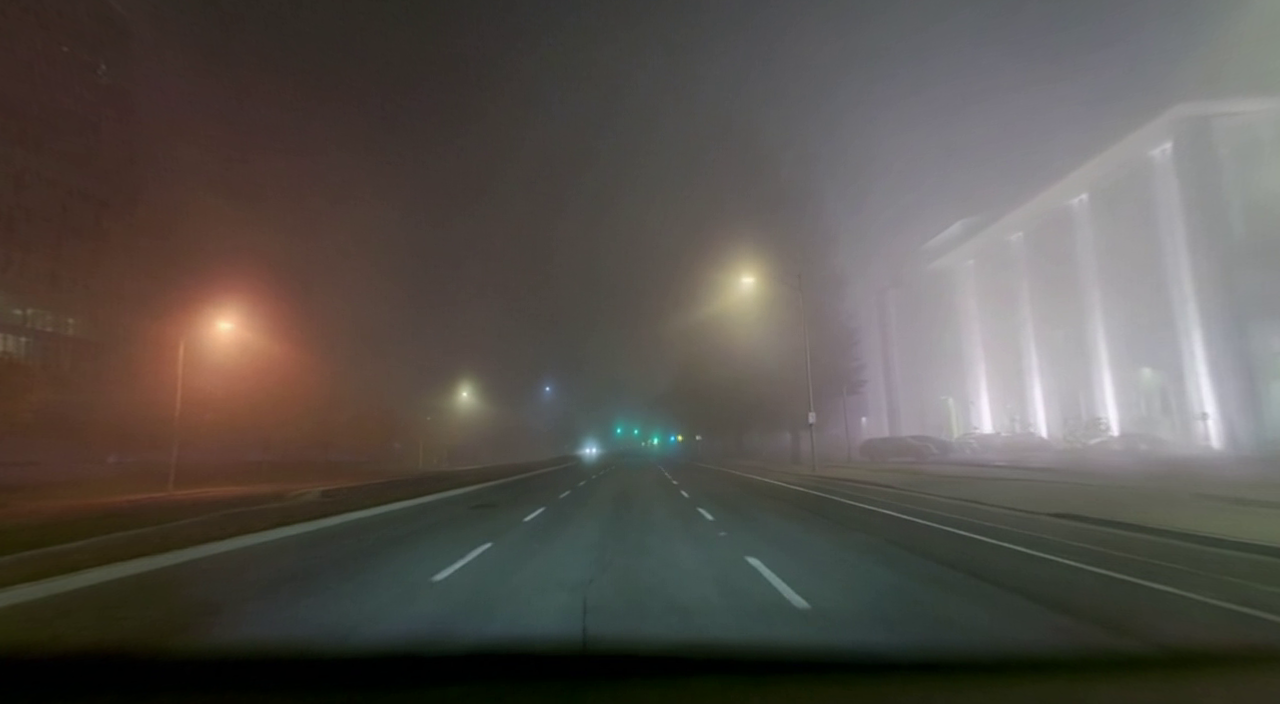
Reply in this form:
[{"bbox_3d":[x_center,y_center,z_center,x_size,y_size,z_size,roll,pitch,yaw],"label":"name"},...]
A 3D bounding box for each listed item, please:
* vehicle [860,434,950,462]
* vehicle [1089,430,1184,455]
[{"bbox_3d":[17.291,6.292,41.356,4.938,1.729,2.098,1,-8,-4],"label":"vehicle"},{"bbox_3d":[30.213,5.518,38.508,4.324,1.472,1.711,0,-8,-1],"label":"vehicle"}]
